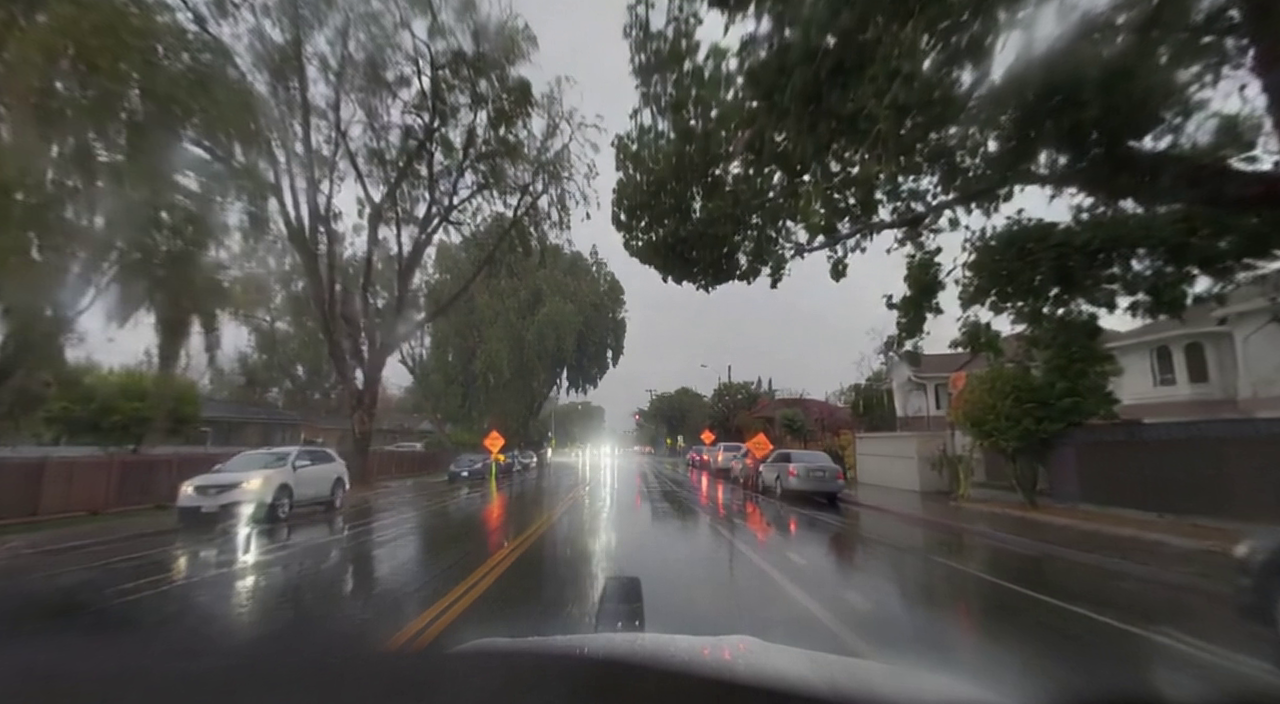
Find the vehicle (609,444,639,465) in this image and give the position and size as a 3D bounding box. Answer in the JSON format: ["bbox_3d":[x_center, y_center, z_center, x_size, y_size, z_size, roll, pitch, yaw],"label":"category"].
[{"bbox_3d":[-1.134,7.517,46.331,2.151,1.481,4.084,0,-9,0],"label":"vehicle"}]

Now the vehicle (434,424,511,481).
[{"bbox_3d":[-8.283,5.034,31.666,2.526,2.631,4.228,0,-9,2],"label":"vehicle"}]

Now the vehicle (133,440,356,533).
[{"bbox_3d":[-8.254,2.819,13.827,1.950,1.672,4.664,0,-9,-2],"label":"vehicle"}]

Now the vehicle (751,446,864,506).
[{"bbox_3d":[4.600,3.464,18.039,1.912,1.463,4.477,1,-9,-1],"label":"vehicle"}]

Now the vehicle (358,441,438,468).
[{"bbox_3d":[-16.995,7.194,44.388,4.779,1.823,1.964,0,-9,-1],"label":"vehicle"}]
